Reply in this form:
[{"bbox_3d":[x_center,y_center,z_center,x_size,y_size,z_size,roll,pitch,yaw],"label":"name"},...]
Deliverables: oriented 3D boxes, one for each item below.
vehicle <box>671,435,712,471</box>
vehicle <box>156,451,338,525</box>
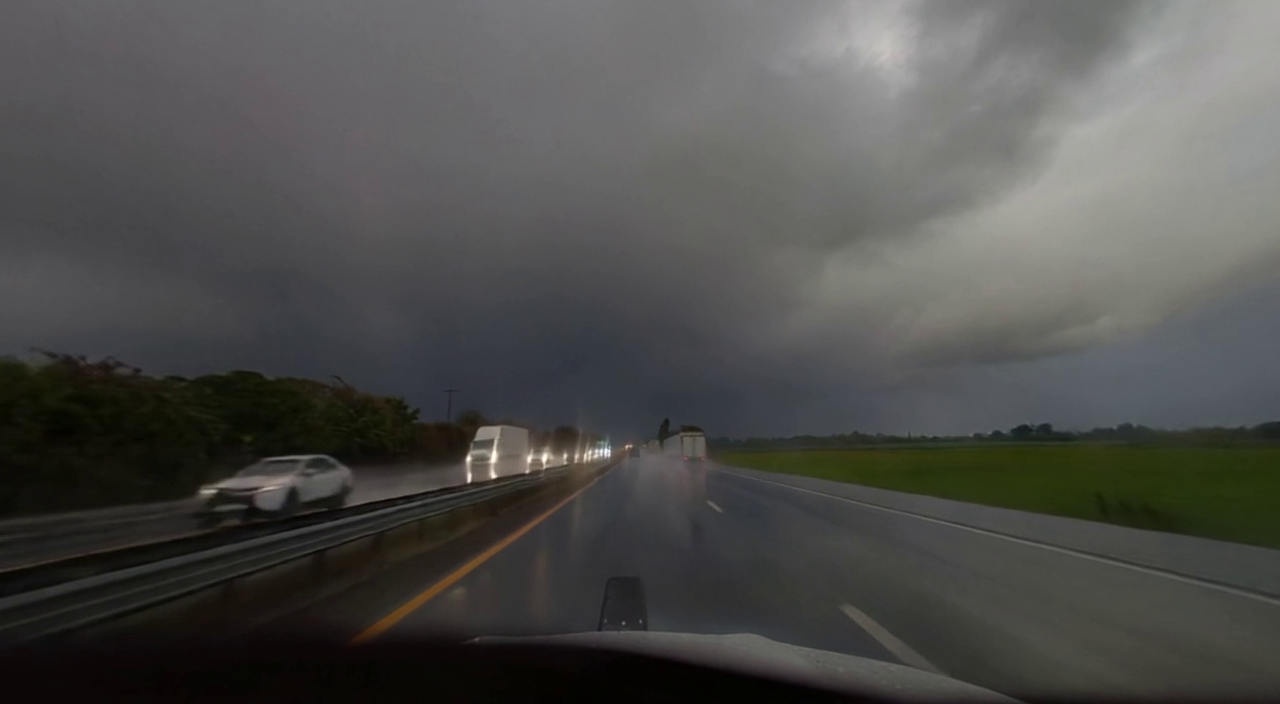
[{"bbox_3d":[3.827,7.727,48.170,2.472,2.562,5.594,0,-9,-2],"label":"vehicle"},{"bbox_3d":[-8.924,3.064,14.743,1.848,1.478,3.697,0,-9,0],"label":"vehicle"}]
